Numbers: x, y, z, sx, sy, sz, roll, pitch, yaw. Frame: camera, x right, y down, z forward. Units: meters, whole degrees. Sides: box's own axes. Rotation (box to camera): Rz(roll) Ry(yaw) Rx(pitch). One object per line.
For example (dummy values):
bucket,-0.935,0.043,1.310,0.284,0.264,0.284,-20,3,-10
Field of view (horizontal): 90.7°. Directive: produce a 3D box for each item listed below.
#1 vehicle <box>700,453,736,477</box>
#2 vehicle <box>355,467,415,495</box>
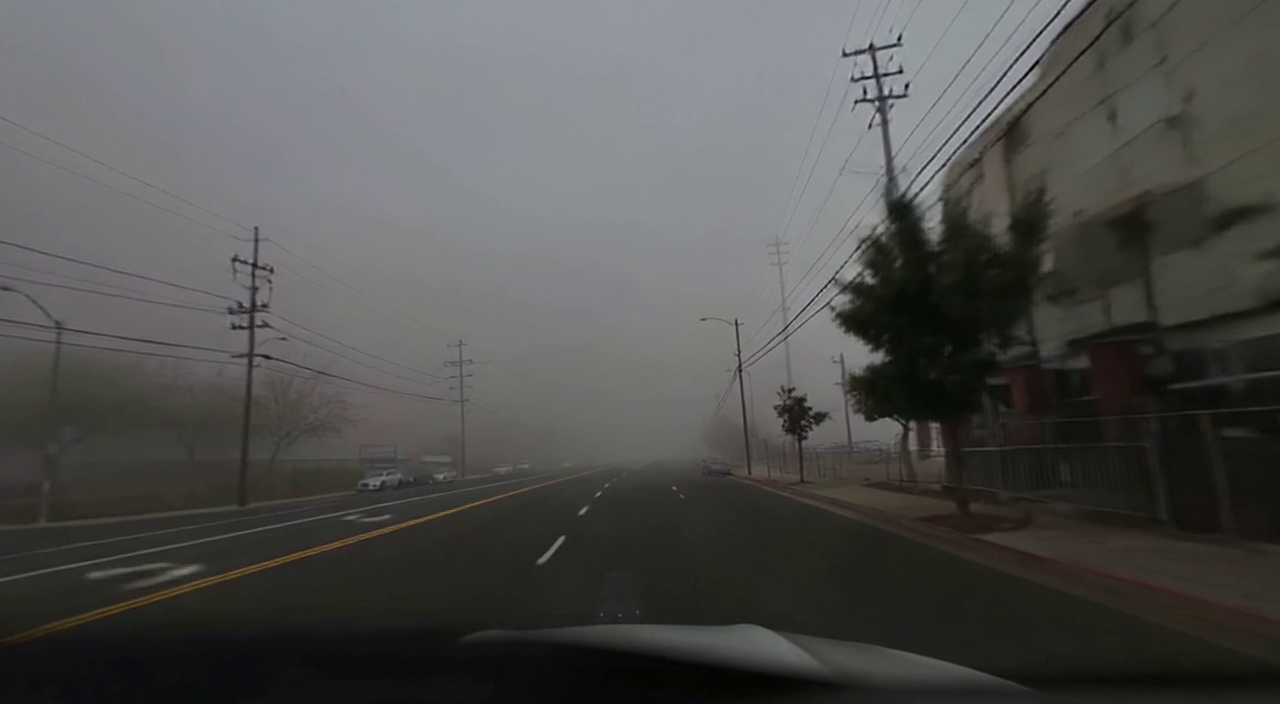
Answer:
vehicle,5.263,7.689,43.222,2.002,1.459,4.357,0,-9,1
vehicle,-16.664,8.426,41.607,1.892,1.515,4.622,-6,-11,1
